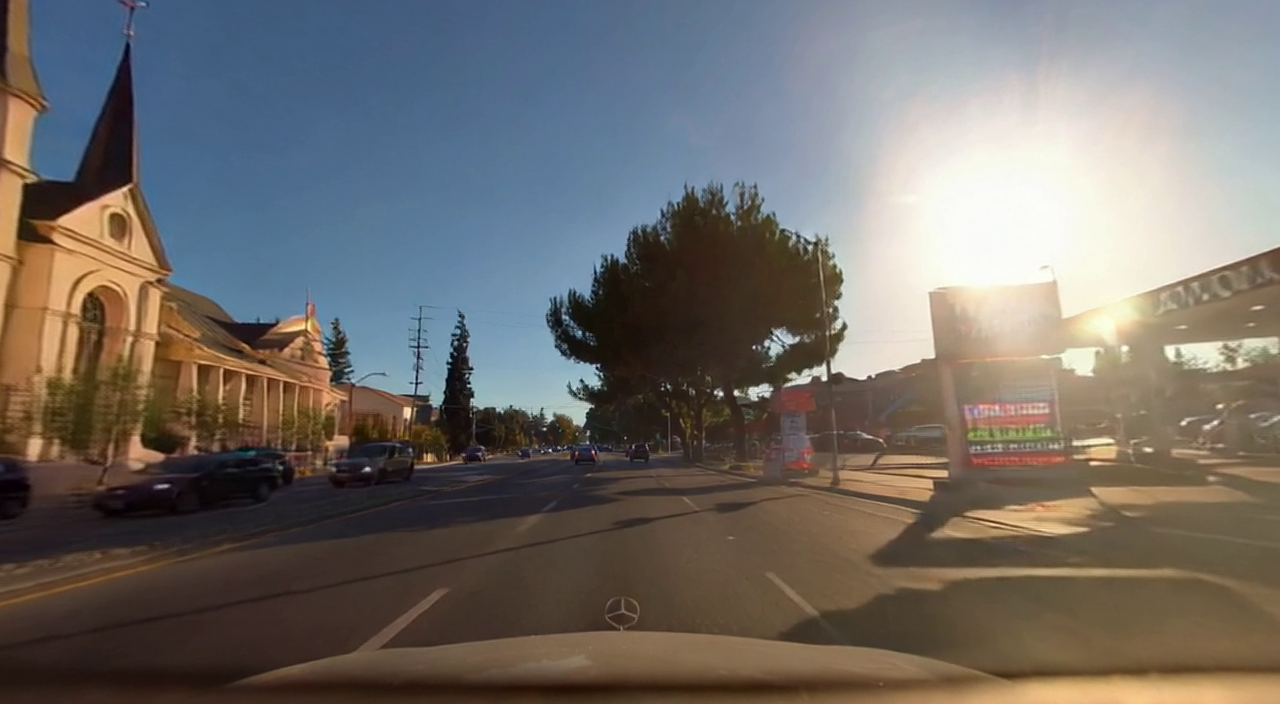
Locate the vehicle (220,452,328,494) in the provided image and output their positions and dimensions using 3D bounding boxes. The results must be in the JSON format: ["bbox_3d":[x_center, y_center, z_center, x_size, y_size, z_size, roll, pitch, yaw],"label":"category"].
[{"bbox_3d":[-15.247,5.029,26.658,2.045,1.519,4.401,-1,-9,-2],"label":"vehicle"}]

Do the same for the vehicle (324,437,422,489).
[{"bbox_3d":[-11.440,4.779,27.545,2.229,1.957,5.057,-1,-9,-2],"label":"vehicle"}]

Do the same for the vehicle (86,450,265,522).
[{"bbox_3d":[-11.081,3.168,15.420,1.771,1.508,3.453,0,-9,-2],"label":"vehicle"}]
